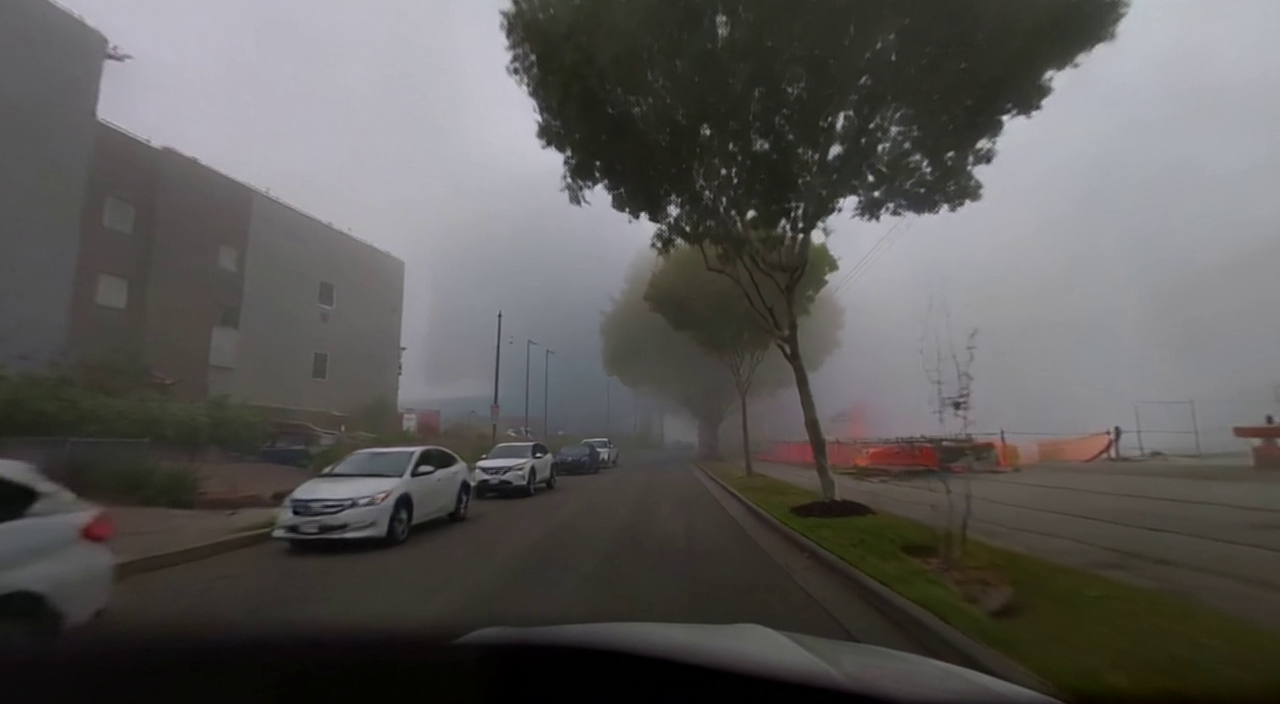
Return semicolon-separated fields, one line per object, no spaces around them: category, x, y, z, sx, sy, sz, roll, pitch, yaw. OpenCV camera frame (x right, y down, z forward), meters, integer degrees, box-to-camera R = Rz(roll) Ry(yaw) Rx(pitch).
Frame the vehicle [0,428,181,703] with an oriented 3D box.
vehicle;-4.083;0.998;2.256;1.806;1.451;3.878;-1;-8;3

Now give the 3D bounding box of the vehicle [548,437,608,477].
vehicle;-2.656;4.625;28.066;1.980;1.635;4.153;-1;-8;4

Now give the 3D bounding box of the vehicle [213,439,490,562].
vehicle;-3.958;2.061;9.686;1.996;1.411;4.370;-1;-8;3

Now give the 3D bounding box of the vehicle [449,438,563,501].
vehicle;-3.461;3.097;17.220;1.948;1.460;4.394;-1;-8;3

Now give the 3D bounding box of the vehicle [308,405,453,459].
vehicle;-12.398;3.862;30.319;6.039;2.449;2.273;-1;-8;9
